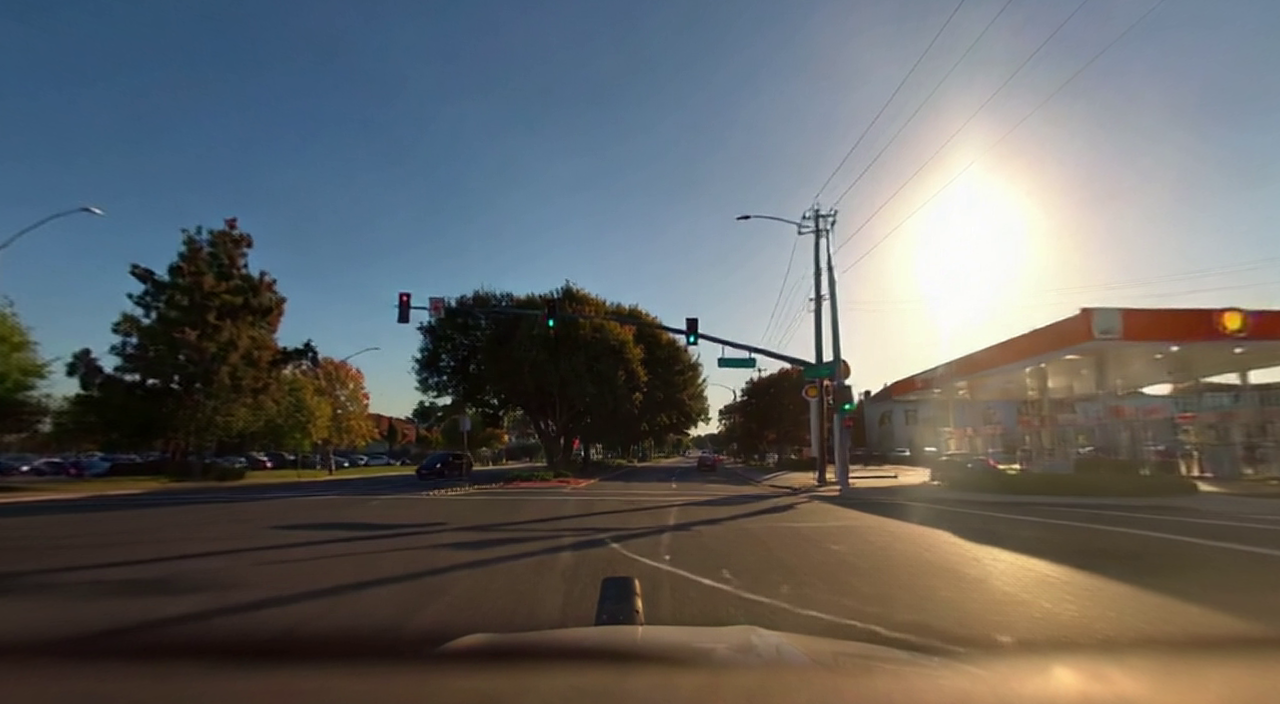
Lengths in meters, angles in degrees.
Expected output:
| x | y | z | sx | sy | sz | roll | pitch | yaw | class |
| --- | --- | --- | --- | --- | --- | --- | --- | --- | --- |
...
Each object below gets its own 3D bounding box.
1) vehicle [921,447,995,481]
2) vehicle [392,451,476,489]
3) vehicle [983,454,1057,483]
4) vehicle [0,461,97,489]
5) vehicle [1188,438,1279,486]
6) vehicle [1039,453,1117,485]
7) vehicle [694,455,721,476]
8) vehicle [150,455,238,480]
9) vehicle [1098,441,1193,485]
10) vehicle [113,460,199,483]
| x | y | z | sx | sy | sz | roll | pitch | yaw | class |
| --- | --- | --- | --- | --- | --- | --- | --- | --- | --- |
| 17.867 | 6.247 | 35.407 | 4.601 | 1.766 | 2.015 | 8 | -14 | -42 | vehicle |
| -9.054 | 5.205 | 28.233 | 2.023 | 1.498 | 4.605 | 0 | -9 | 3 | vehicle |
| 20.185 | 6.201 | 33.475 | 4.553 | 1.371 | 2.019 | 10 | -16 | -42 | vehicle |
| -32.646 | 6.714 | 34.559 | 4.026 | 1.453 | 1.898 | 0 | -9 | 1 | vehicle |
| 25.379 | 4.632 | 26.894 | 4.799 | 1.850 | 2.174 | 8 | -12 | -39 | vehicle |
| 22.004 | 5.827 | 31.655 | 4.329 | 1.461 | 1.873 | 7 | -11 | -38 | vehicle |
| 5.177 | 8.746 | 48.821 | 1.908 | 1.492 | 3.977 | 0 | -9 | 3 | vehicle |
| -32.139 | 8.303 | 45.619 | 4.820 | 1.694 | 2.101 | -1 | -9 | 5 | vehicle |
| 23.395 | 5.090 | 29.162 | 4.920 | 1.864 | 2.027 | 7 | -11 | -36 | vehicle |
| -32.568 | 8.036 | 42.568 | 4.233 | 1.434 | 1.961 | 0 | -9 | 4 | vehicle |
